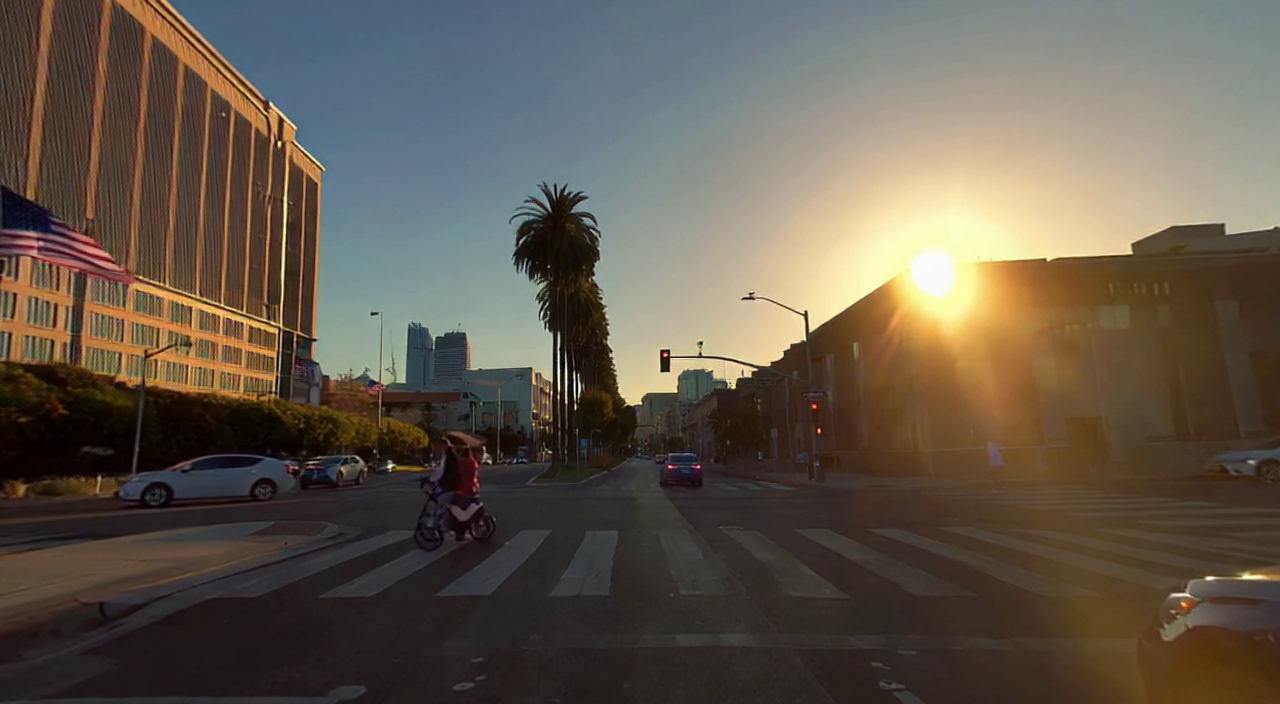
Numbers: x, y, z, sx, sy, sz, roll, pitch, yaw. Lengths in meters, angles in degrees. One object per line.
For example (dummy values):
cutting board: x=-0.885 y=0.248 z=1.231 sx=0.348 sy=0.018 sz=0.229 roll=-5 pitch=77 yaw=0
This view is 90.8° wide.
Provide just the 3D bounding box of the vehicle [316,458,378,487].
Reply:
vehicle: x=-20.074 y=8.258 z=43.510 sx=2.043 sy=1.745 sz=4.420 roll=0 pitch=-8 yaw=1

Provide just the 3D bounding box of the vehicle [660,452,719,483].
vehicle: x=2.636 y=6.299 z=34.777 sx=2.000 sy=1.525 sz=4.273 roll=2 pitch=-9 yaw=-14

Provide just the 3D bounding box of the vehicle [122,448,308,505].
vehicle: x=-13.094 y=3.827 z=19.878 sx=4.499 sy=1.594 sz=1.898 roll=4 pitch=-9 yaw=-25
